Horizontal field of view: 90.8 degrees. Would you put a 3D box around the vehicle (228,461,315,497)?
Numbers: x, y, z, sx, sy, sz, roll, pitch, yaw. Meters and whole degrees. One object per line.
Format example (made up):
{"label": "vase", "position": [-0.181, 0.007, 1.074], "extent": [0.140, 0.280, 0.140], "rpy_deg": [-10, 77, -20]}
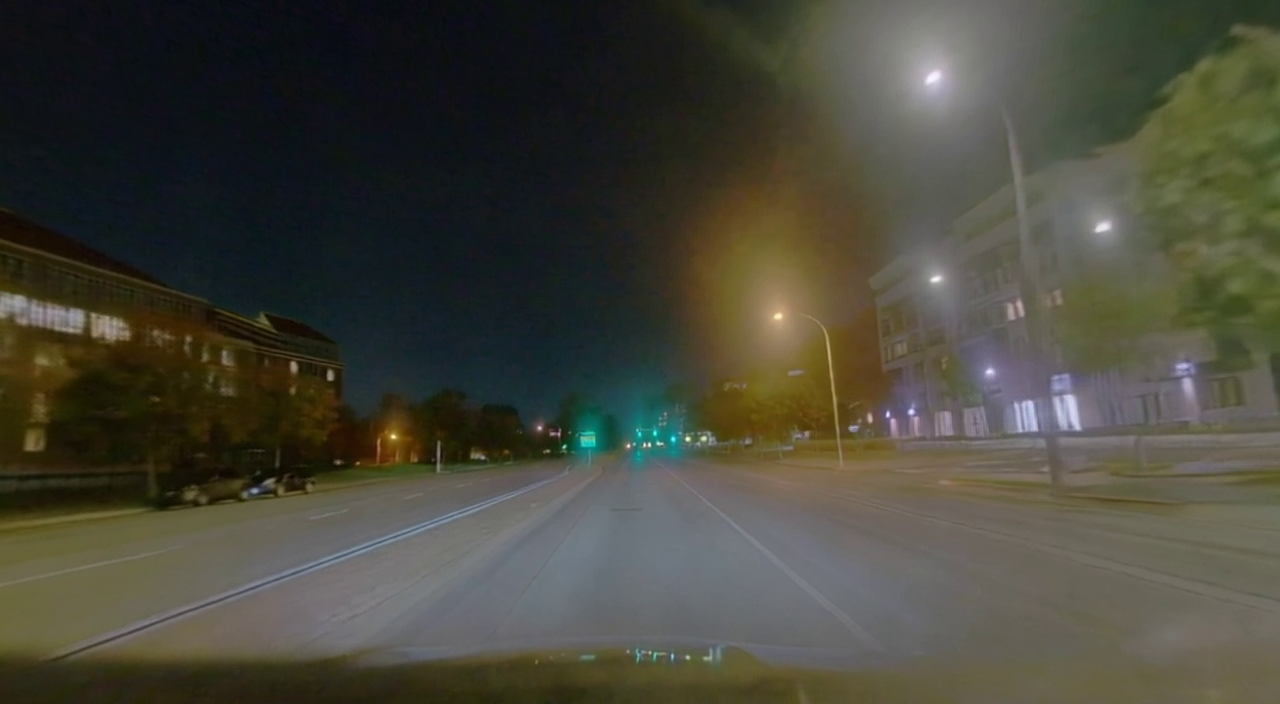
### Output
{"label": "vehicle", "position": [-19.357, 6.659, 33.450], "extent": [1.965, 1.665, 4.577], "rpy_deg": [-2, -9, -1]}

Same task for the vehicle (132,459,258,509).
{"label": "vehicle", "position": [-19.217, 5.672, 27.631], "extent": [2.255, 1.848, 4.617], "rpy_deg": [0, -8, -3]}
